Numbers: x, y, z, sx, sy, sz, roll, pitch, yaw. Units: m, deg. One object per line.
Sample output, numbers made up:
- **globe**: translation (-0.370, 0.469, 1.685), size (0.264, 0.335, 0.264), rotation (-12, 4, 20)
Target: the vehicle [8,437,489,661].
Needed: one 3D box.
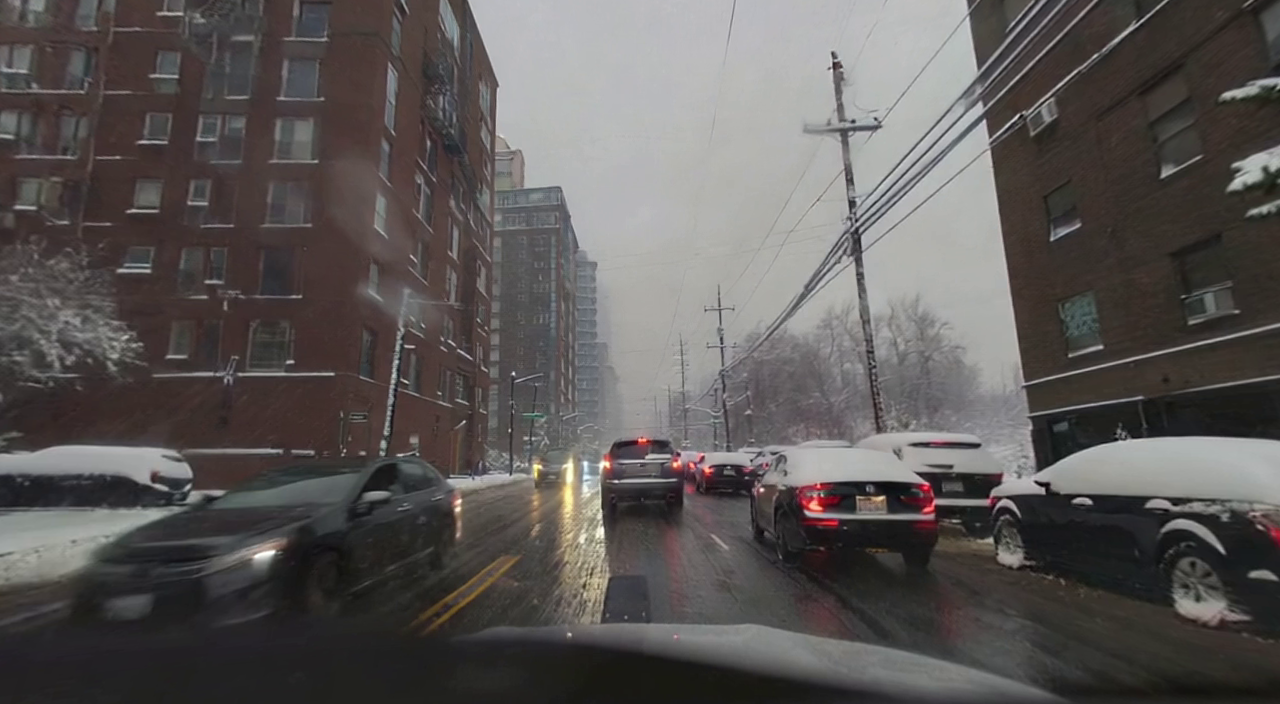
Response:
- **vehicle**: translation (-3.207, 1.671, 6.553), size (2.087, 1.493, 4.402), rotation (0, -8, 1)

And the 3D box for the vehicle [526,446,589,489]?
- **vehicle**: translation (-3.535, 5.041, 27.858), size (2.112, 1.705, 4.365), rotation (0, -8, 1)

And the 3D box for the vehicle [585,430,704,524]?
- **vehicle**: translation (0.047, 2.646, 13.916), size (2.232, 1.736, 4.036), rotation (0, -8, -1)

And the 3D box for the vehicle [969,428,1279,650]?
- **vehicle**: translation (5.530, 1.626, 6.391), size (1.931, 1.585, 4.387), rotation (0, -9, -1)

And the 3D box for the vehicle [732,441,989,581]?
- **vehicle**: translation (2.677, 2.028, 9.001), size (2.029, 1.460, 4.451), rotation (0, -8, 0)
